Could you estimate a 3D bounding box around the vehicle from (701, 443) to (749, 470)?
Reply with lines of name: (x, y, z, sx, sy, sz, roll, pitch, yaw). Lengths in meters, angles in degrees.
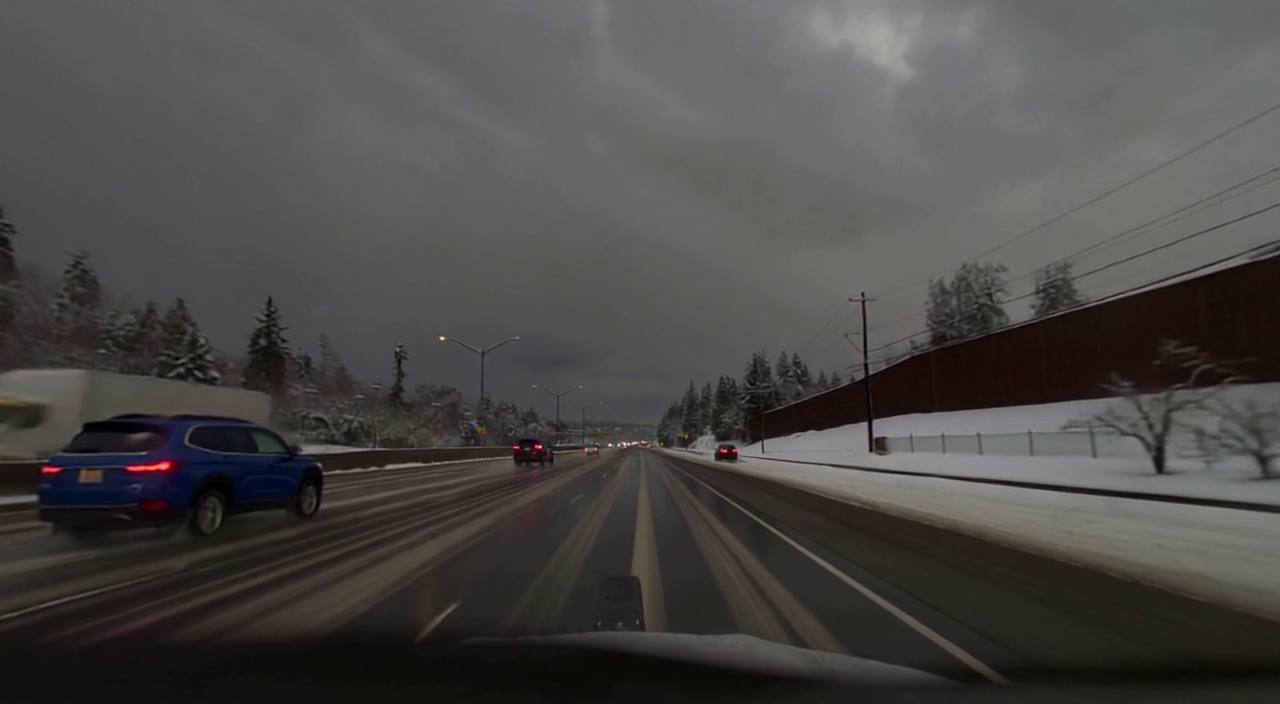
vehicle: (5.131, 6.378, 38.639, 2.251, 1.520, 4.550, 1, -9, -1)

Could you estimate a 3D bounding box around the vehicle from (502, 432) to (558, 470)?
vehicle: (-6.115, 5.595, 35.737, 2.255, 1.934, 4.868, 0, -9, 0)

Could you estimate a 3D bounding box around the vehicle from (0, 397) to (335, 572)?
vehicle: (-6.360, 1.639, 8.544, 2.058, 1.698, 4.567, 0, -9, 1)
